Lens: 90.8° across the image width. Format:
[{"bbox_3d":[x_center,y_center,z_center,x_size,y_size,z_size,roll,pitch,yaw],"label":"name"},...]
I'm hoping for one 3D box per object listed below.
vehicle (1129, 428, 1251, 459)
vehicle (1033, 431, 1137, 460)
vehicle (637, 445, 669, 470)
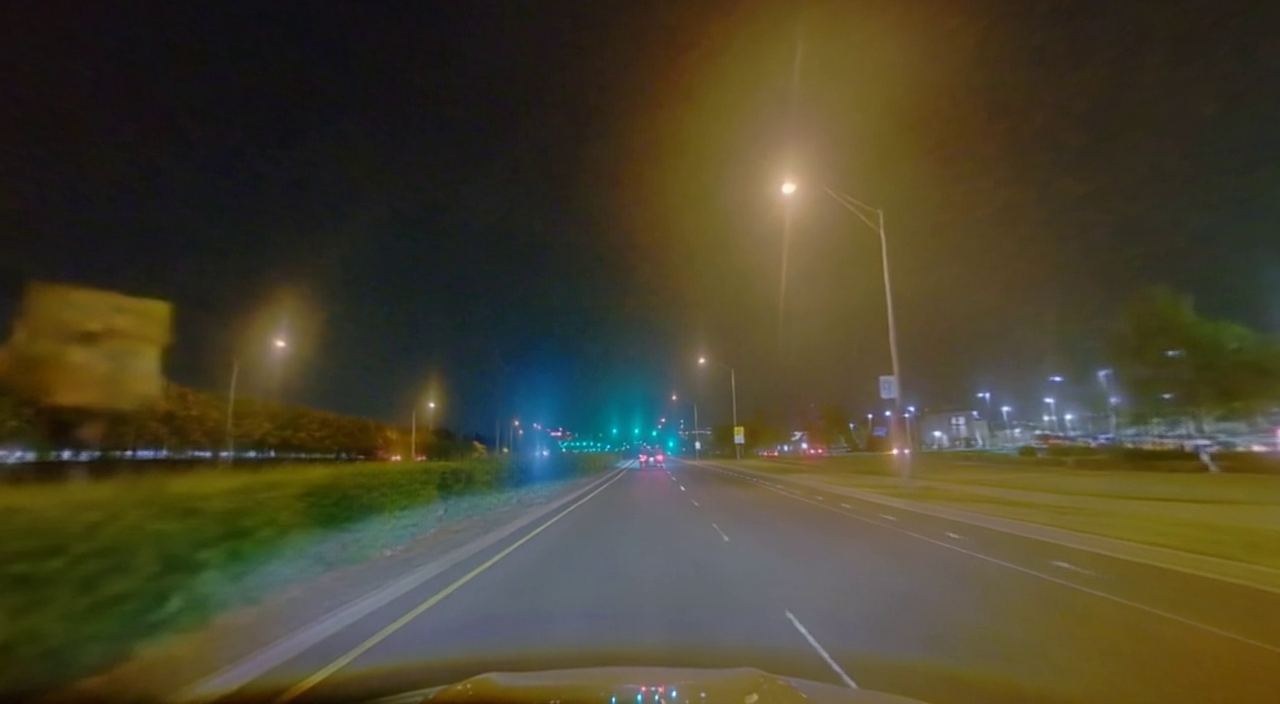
[{"bbox_3d":[27.776,4.677,32.137,1.847,1.451,4.470,1,-9,-8],"label":"vehicle"},{"bbox_3d":[26.821,5.679,38.399,2.143,1.623,5.235,0,-8,-6],"label":"vehicle"},{"bbox_3d":[0.864,7.378,44.331,2.158,1.600,3.865,0,-9,-1],"label":"vehicle"}]
